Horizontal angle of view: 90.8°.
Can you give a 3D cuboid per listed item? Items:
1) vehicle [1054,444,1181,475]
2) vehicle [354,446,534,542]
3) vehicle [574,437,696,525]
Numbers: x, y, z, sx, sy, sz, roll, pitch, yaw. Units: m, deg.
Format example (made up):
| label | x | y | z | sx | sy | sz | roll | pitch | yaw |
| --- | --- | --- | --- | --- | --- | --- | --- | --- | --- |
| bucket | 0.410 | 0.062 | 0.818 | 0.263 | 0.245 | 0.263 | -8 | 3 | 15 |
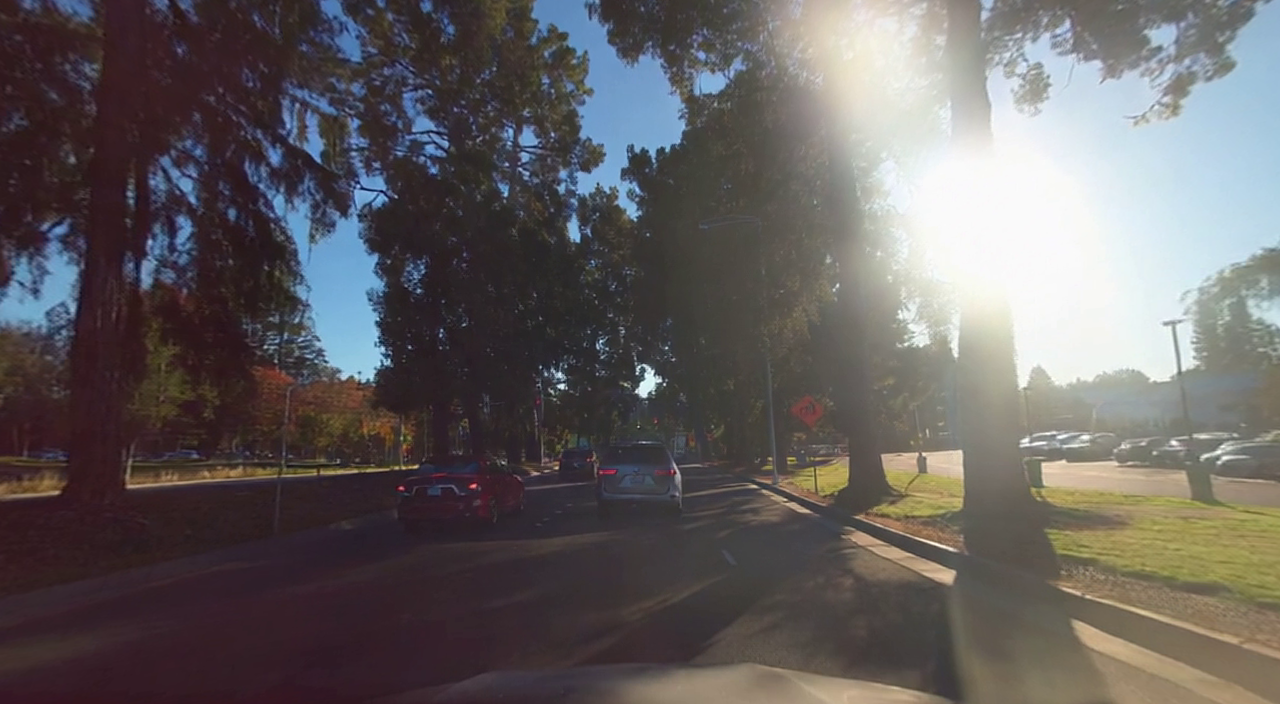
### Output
| label | x | y | z | sx | sy | sz | roll | pitch | yaw |
| --- | --- | --- | --- | --- | --- | --- | --- | --- | --- |
| vehicle | 27.902 | 6.289 | 37.040 | 5.955 | 1.702 | 2.166 | 1 | -8 | -6 |
| vehicle | -3.442 | 2.545 | 12.129 | 1.922 | 1.464 | 4.424 | 0 | -8 | 1 |
| vehicle | -0.076 | 2.656 | 13.549 | 2.229 | 1.591 | 3.897 | 0 | -8 | 0 |
